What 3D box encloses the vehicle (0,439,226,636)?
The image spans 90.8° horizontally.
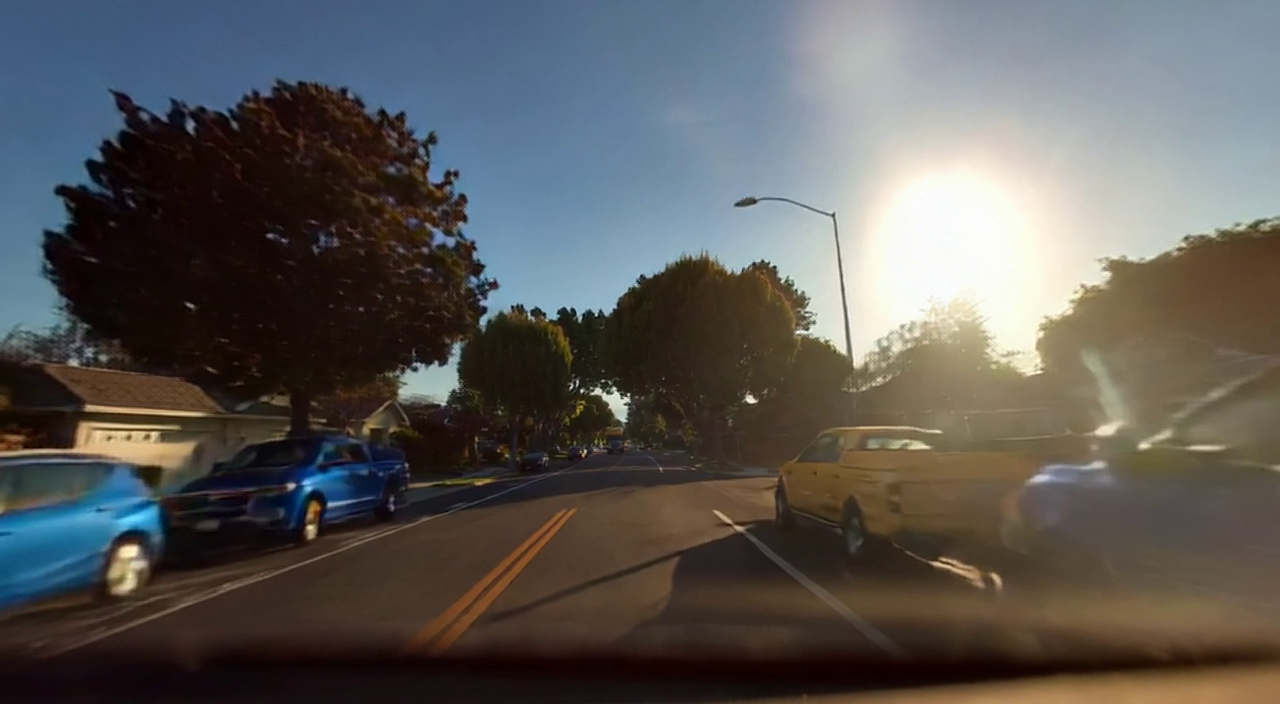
[{"bbox_3d":[-6.862,1.771,6.236,2.005,1.785,5.179,0,-9,0],"label":"vehicle"}]

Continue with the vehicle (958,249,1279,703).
[{"bbox_3d":[3.446,0.559,1.545,2.332,2.044,5.695,0,-9,0],"label":"vehicle"}]

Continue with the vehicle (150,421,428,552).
[{"bbox_3d":[-6.557,2.576,12.983,2.302,2.059,5.758,0,-9,1],"label":"vehicle"}]

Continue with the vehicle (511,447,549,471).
[{"bbox_3d":[-8.572,8.356,49.699,2.119,1.775,4.643,0,-9,1],"label":"vehicle"}]
